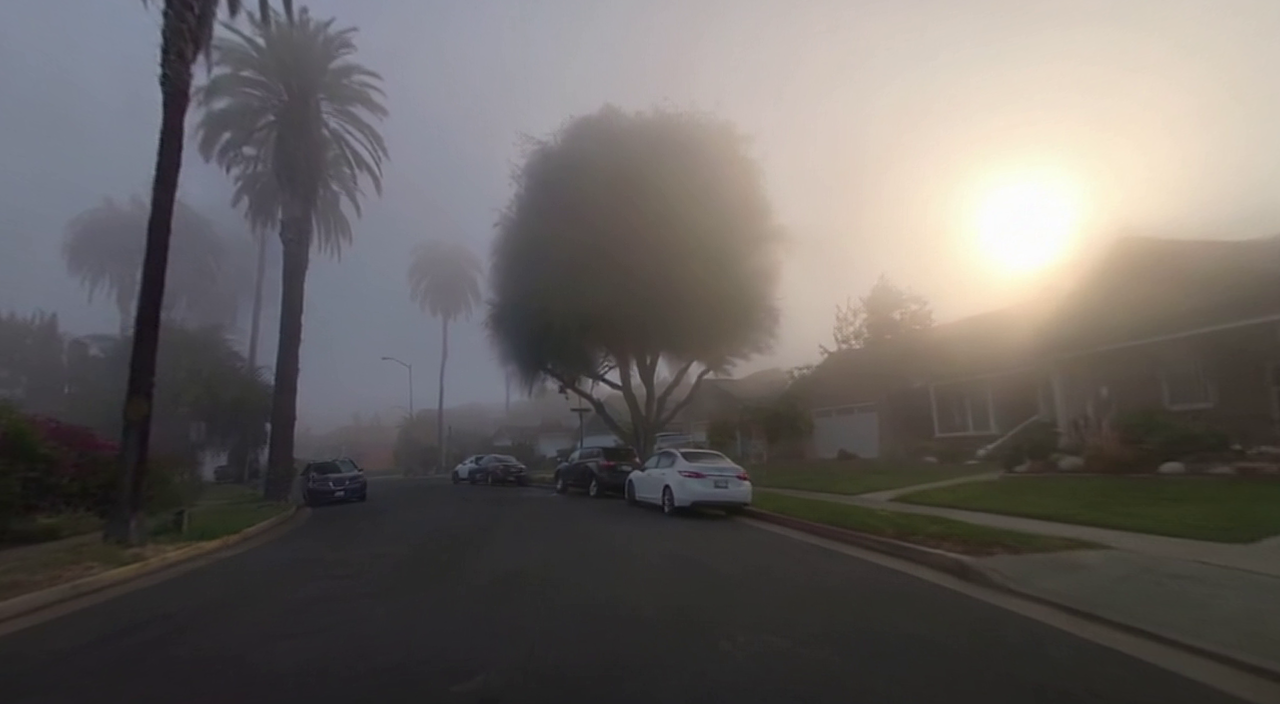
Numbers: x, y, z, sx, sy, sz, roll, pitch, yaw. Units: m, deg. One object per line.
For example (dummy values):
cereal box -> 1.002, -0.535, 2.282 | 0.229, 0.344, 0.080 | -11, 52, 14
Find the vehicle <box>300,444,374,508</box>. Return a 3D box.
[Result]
vehicle -> -10.783, 4.302, 22.204 | 2.026, 1.816, 4.532 | -1, -8, -30

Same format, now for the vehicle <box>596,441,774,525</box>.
vehicle -> 0.725, 2.766, 14.140 | 2.108, 1.503, 4.977 | 3, -9, -20

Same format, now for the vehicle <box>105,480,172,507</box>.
vehicle -> -35.451, 9.978, 44.486 | 4.390, 1.559, 1.812 | -4, -9, 25

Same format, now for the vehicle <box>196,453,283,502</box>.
vehicle -> -24.309, 7.607, 38.109 | 5.628, 2.109, 2.395 | -14, -11, 34

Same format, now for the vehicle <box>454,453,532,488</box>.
vehicle -> -7.248, 5.722, 30.749 | 2.006, 1.484, 4.768 | 6, -10, -35
